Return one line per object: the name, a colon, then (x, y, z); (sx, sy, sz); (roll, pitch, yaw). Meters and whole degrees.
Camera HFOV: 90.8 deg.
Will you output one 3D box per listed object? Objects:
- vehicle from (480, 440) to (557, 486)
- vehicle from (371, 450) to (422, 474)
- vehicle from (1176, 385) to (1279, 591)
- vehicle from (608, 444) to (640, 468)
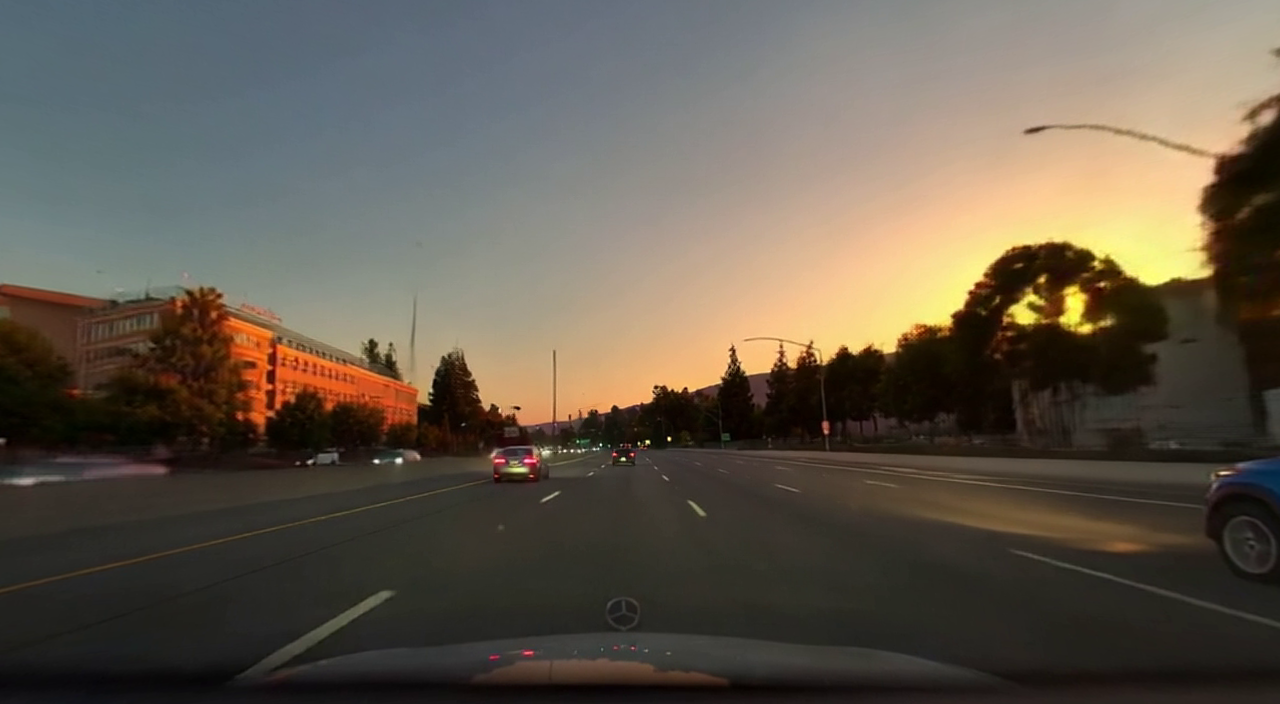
vehicle: (-4.227, 3.948, 22.791); (1.886, 1.465, 4.625); (0, -8, 0)
vehicle: (-17.952, 8.098, 46.865); (2.089, 1.621, 4.267); (0, -8, 0)
vehicle: (6.698, 0.996, 4.204); (2.028, 1.801, 4.741); (0, -8, 0)
vehicle: (-1.021, 6.723, 41.118); (1.997, 1.485, 4.094); (0, -8, -1)
